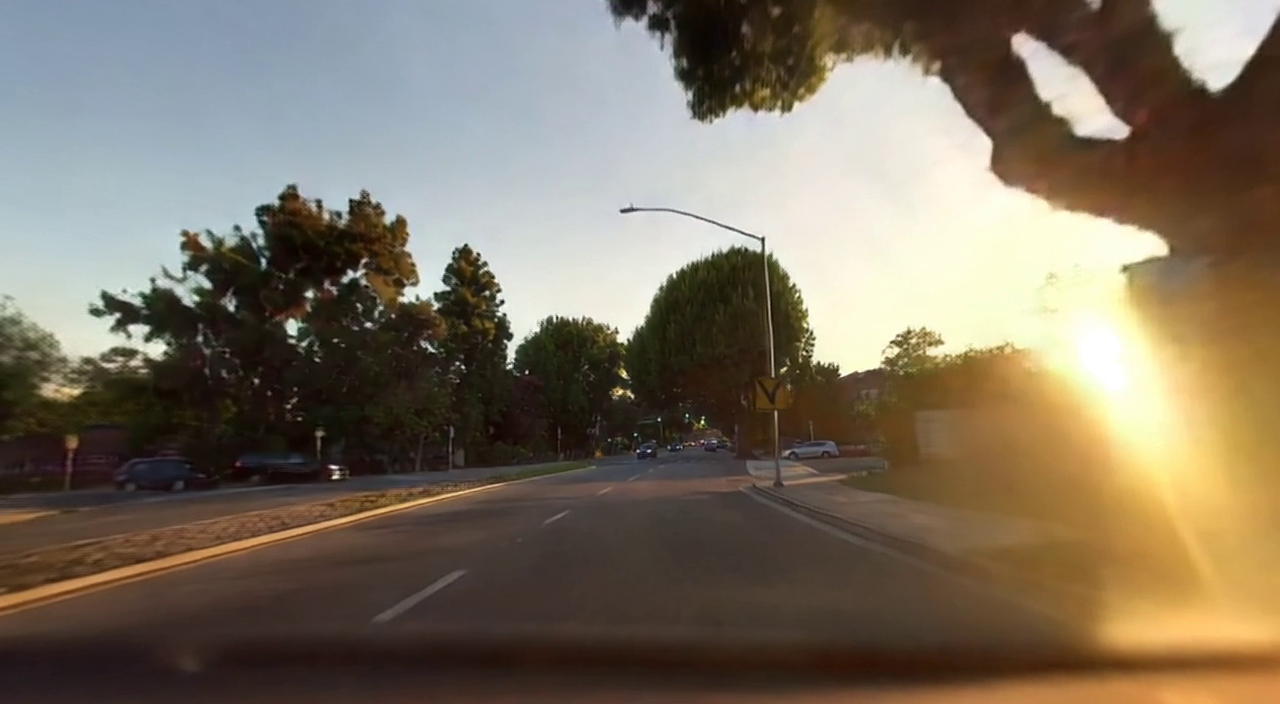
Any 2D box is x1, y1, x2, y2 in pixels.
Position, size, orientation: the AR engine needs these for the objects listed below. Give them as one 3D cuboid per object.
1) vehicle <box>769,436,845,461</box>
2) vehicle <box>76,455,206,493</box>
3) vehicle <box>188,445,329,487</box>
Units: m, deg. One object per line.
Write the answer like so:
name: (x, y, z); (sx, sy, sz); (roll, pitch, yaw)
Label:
vehicle: (12.024, 6.946, 45.551); (4.906, 1.729, 2.414); (-4, -9, 24)
vehicle: (-26.006, 6.342, 33.117); (4.861, 1.784, 1.947); (1, -9, -10)
vehicle: (-20.397, 6.079, 34.060); (5.938, 2.098, 2.333); (1, -9, -10)
